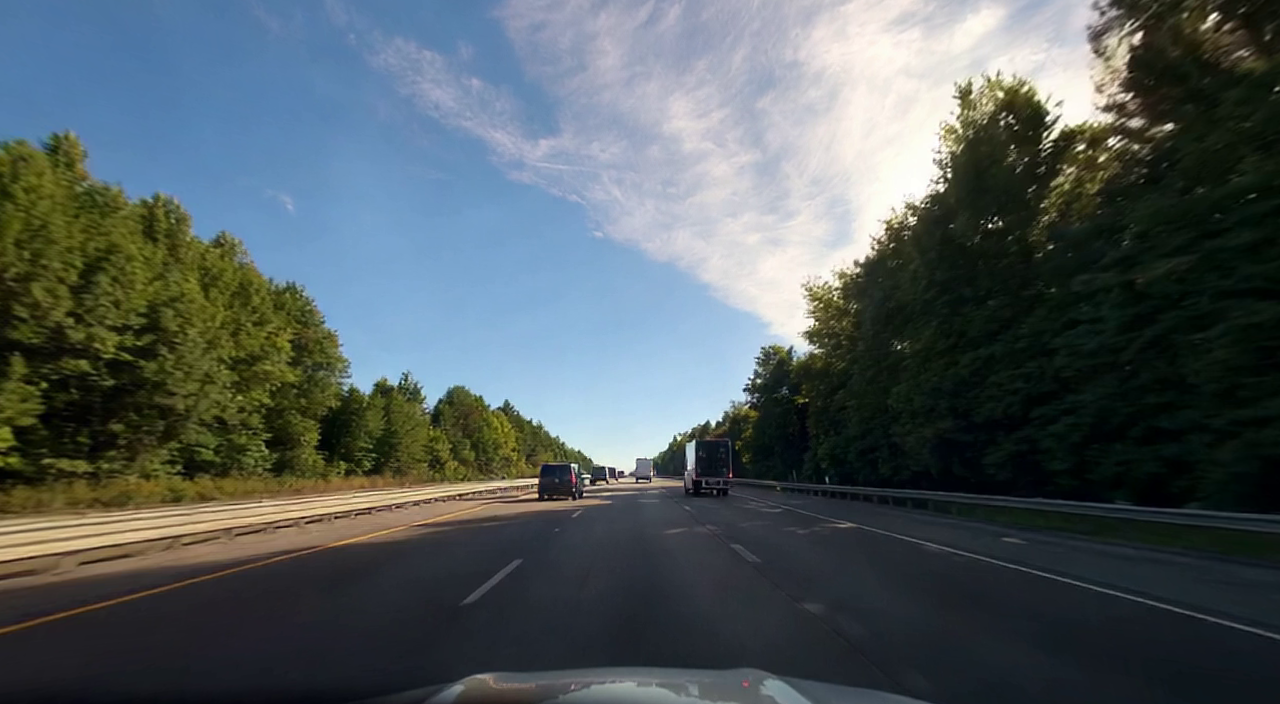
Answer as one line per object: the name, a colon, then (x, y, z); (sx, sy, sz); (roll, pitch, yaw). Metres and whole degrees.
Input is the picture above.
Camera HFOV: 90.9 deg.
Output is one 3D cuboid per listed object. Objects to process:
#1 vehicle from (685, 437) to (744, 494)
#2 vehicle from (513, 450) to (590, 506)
vehicle: (4.148, 6.512, 36.098); (2.703, 2.988, 5.097); (1, -10, 0)
vehicle: (-3.264, 4.808, 24.230); (2.204, 1.852, 4.661); (1, -10, 1)
